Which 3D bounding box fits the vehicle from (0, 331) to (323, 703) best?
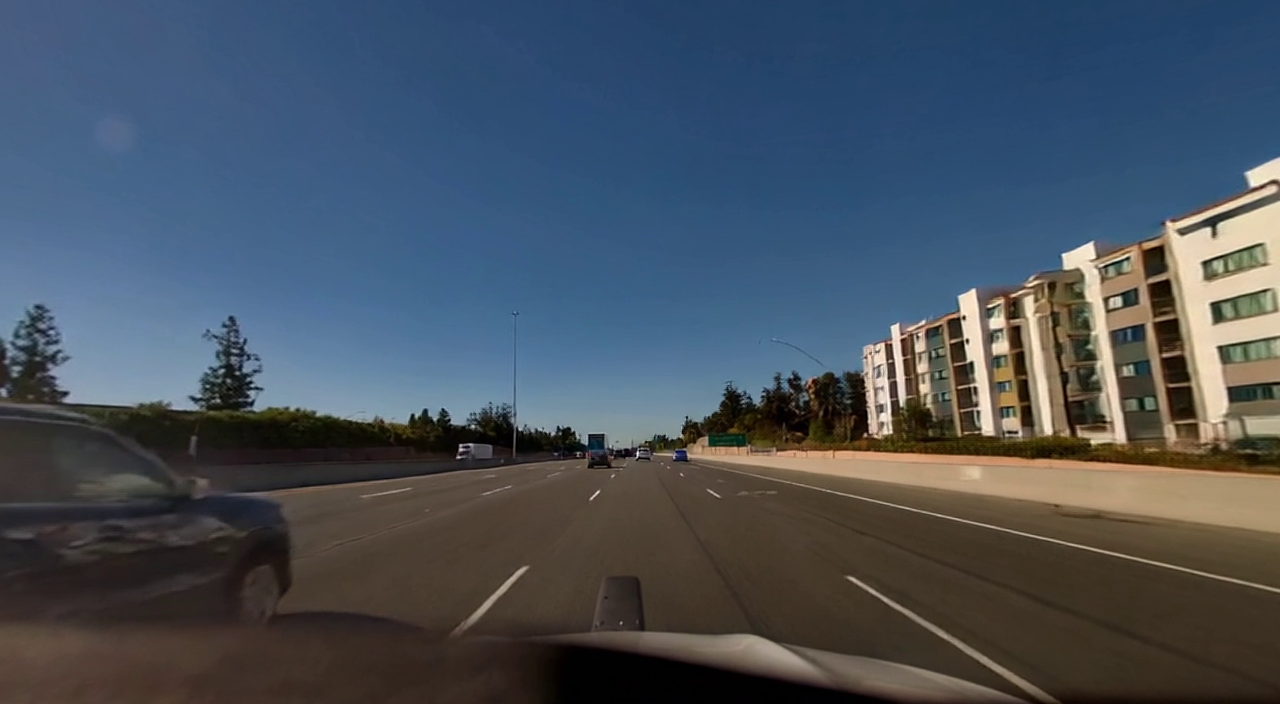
[{"bbox_3d":[-3.346,0.772,2.087,2.075,1.721,4.763,0,-9,0],"label":"vehicle"}]
